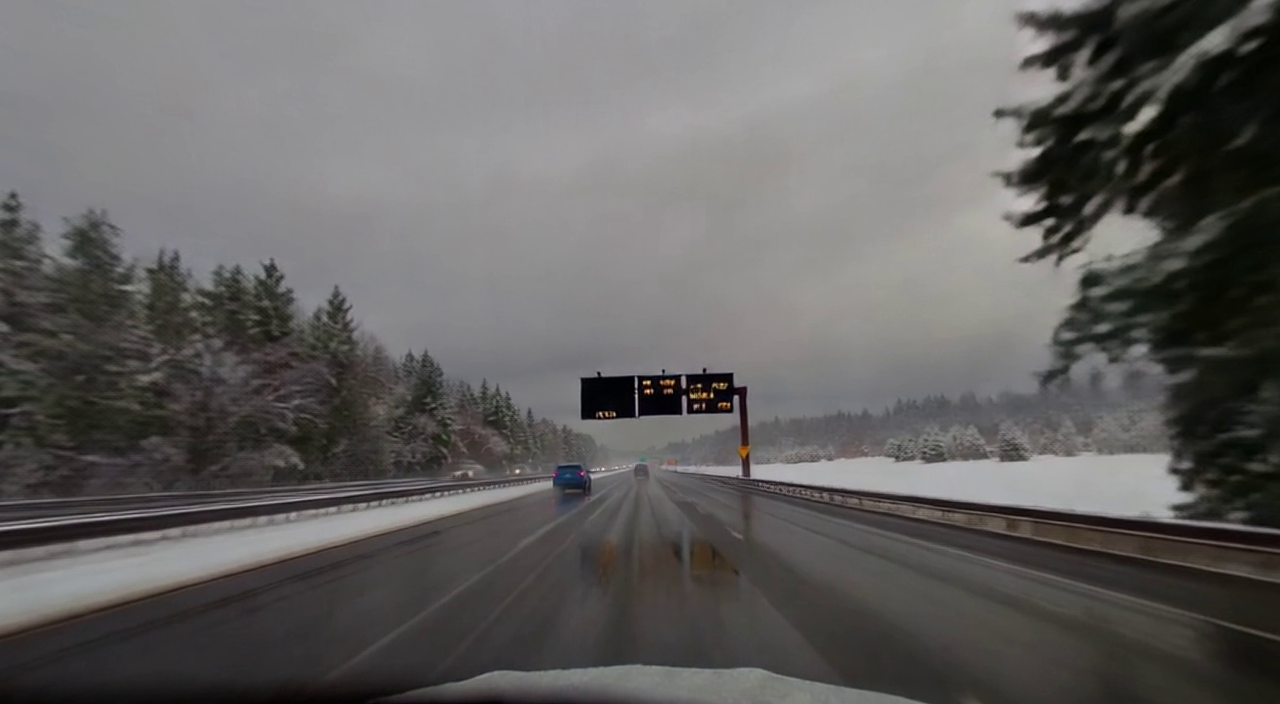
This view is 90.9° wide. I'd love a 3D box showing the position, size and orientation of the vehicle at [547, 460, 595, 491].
[{"bbox_3d":[-3.745,6.801,34.772,2.081,1.586,4.245,0,-10,1],"label":"vehicle"}]
